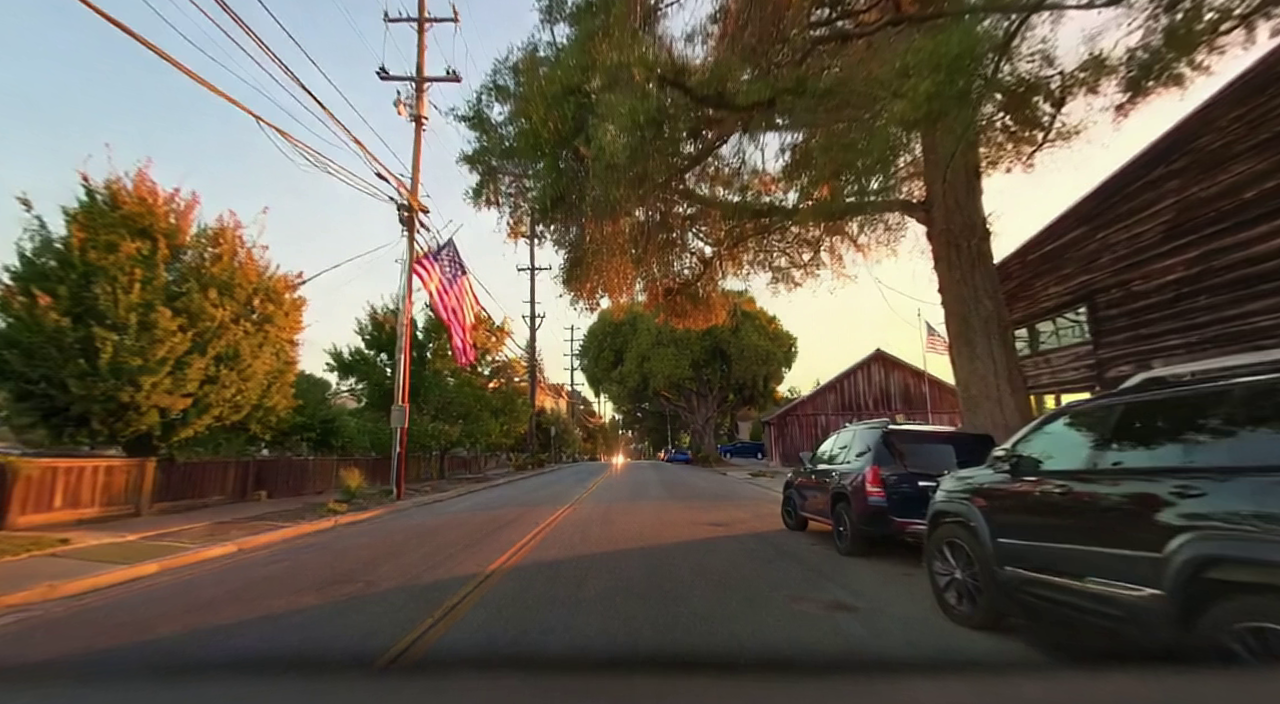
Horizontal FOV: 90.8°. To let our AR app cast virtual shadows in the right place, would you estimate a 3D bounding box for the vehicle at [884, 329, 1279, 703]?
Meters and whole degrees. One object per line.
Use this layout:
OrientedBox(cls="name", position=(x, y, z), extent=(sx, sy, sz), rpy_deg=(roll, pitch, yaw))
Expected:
OrientedBox(cls="vehicle", position=(3.529, 1.065, 4.045), extent=(2.061, 1.793, 5.100), rpy_deg=(-1, -9, 2))
